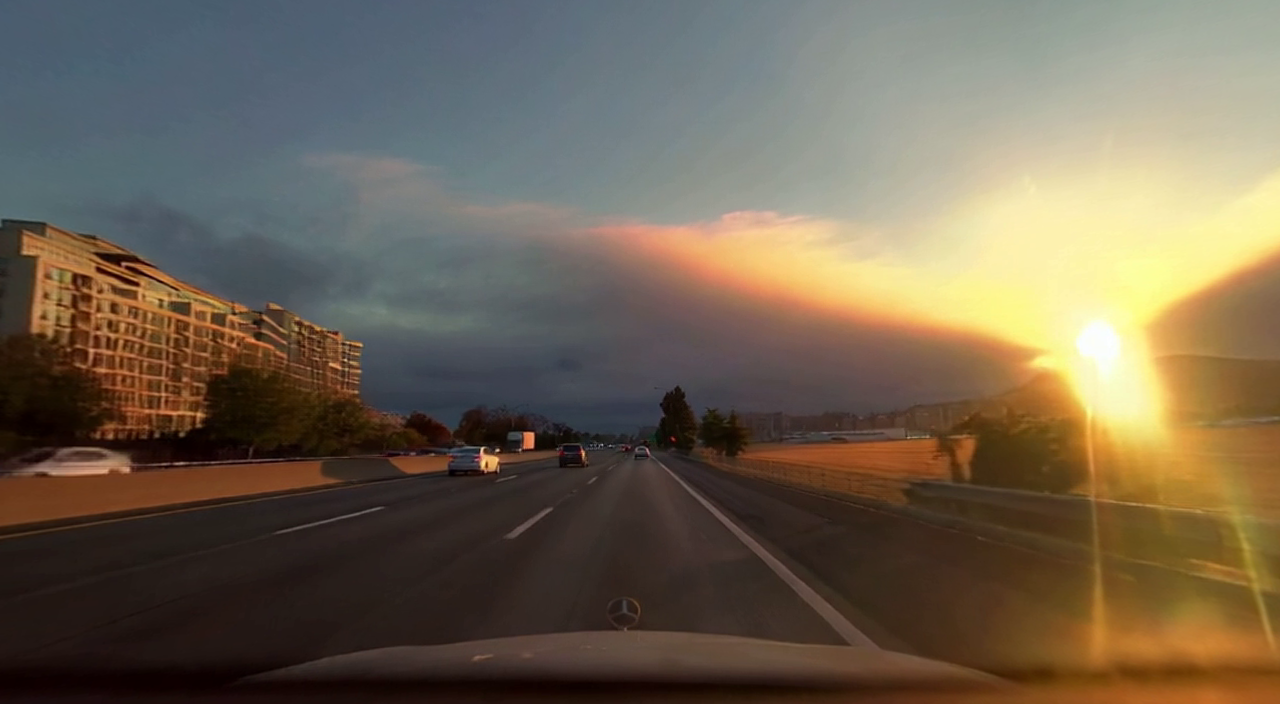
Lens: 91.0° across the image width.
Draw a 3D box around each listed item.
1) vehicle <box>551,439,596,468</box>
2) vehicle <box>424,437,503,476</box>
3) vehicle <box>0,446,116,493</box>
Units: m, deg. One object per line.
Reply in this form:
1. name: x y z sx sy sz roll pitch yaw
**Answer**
1. vehicle: -3.901 6.104 37.959 2.083 1.588 4.801 0 -8 1
2. vehicle: -7.529 4.522 27.378 2.034 1.523 4.627 0 -8 1
3. vehicle: -22.404 4.275 23.291 1.966 1.559 4.660 0 -8 1
